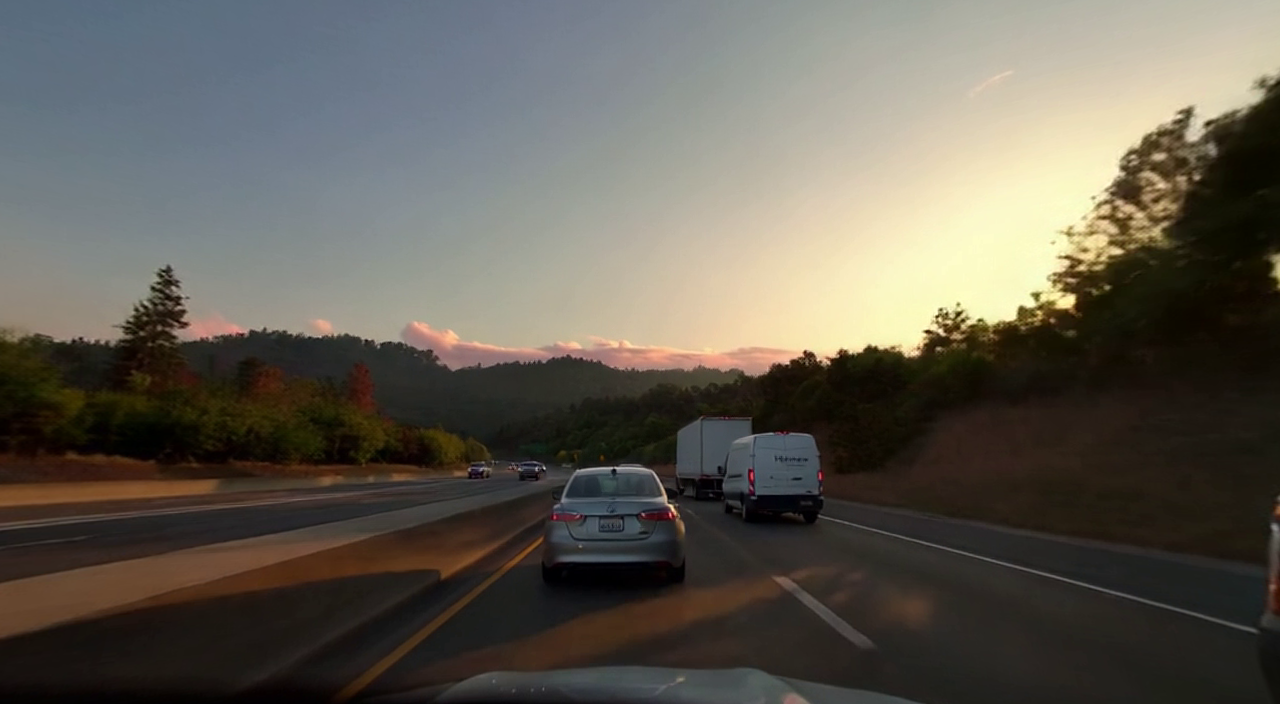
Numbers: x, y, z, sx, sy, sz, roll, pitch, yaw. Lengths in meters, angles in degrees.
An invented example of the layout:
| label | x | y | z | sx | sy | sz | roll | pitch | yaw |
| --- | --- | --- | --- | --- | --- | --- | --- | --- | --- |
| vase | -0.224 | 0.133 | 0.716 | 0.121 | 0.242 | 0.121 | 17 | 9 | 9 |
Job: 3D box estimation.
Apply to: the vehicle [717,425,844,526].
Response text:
| label | x | y | z | sx | sy | sz | roll | pitch | yaw |
| --- | --- | --- | --- | --- | --- | --- | --- | --- | --- |
| vehicle | 3.902 | 3.648 | 18.779 | 2.328 | 2.537 | 5.290 | 1 | -11 | -2 |

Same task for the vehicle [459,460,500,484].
| label | x | y | z | sx | sy | sz | roll | pitch | yaw |
| --- | --- | --- | --- | --- | --- | --- | --- | --- | --- |
| vehicle | -11.166 | 8.394 | 44.112 | 1.872 | 1.510 | 4.266 | 1 | -11 | -2 |

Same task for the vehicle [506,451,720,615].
| label | x | y | z | sx | sy | sz | roll | pitch | yaw |
| --- | --- | --- | --- | --- | --- | --- | --- | --- | --- |
| vehicle | -0.275 | 2.015 | 7.644 | 1.980 | 1.493 | 3.410 | 1 | -11 | -1 |
